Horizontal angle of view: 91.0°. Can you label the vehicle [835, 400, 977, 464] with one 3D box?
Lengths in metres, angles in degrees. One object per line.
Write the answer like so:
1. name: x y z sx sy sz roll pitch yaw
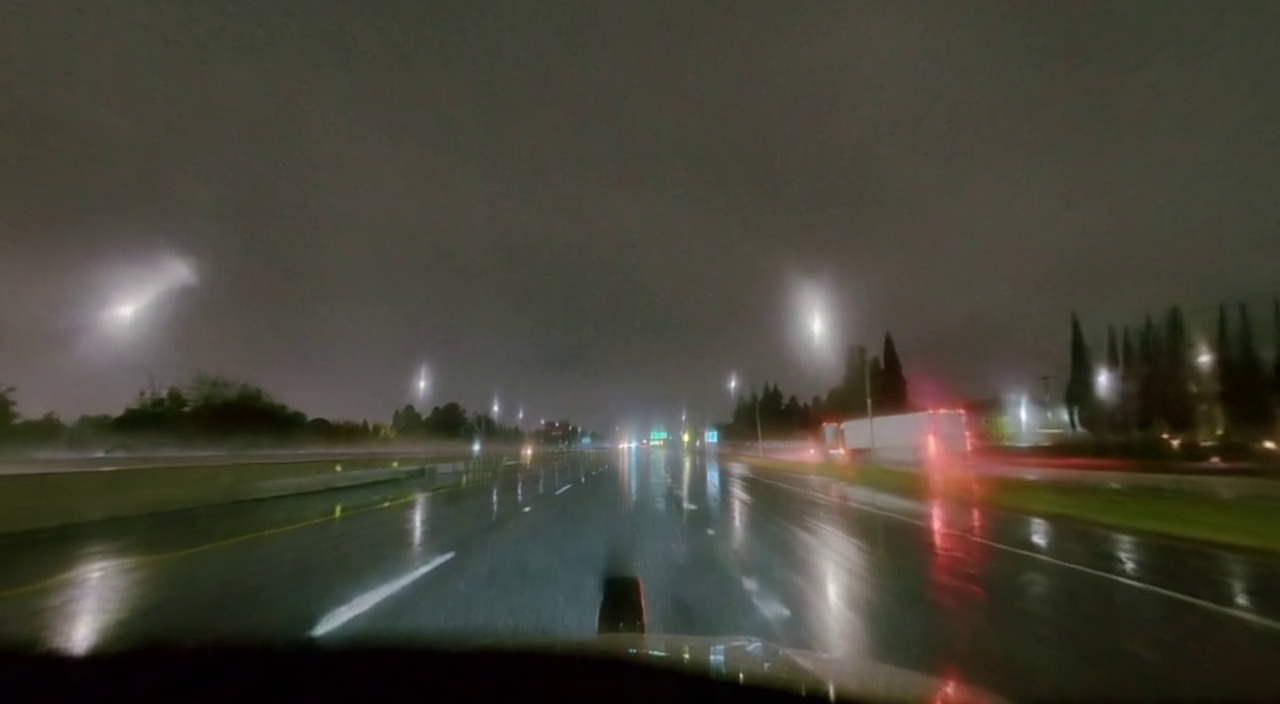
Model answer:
1. vehicle: 20.128 6.519 49.743 2.939 4.193 15.754 1 -9 -6
